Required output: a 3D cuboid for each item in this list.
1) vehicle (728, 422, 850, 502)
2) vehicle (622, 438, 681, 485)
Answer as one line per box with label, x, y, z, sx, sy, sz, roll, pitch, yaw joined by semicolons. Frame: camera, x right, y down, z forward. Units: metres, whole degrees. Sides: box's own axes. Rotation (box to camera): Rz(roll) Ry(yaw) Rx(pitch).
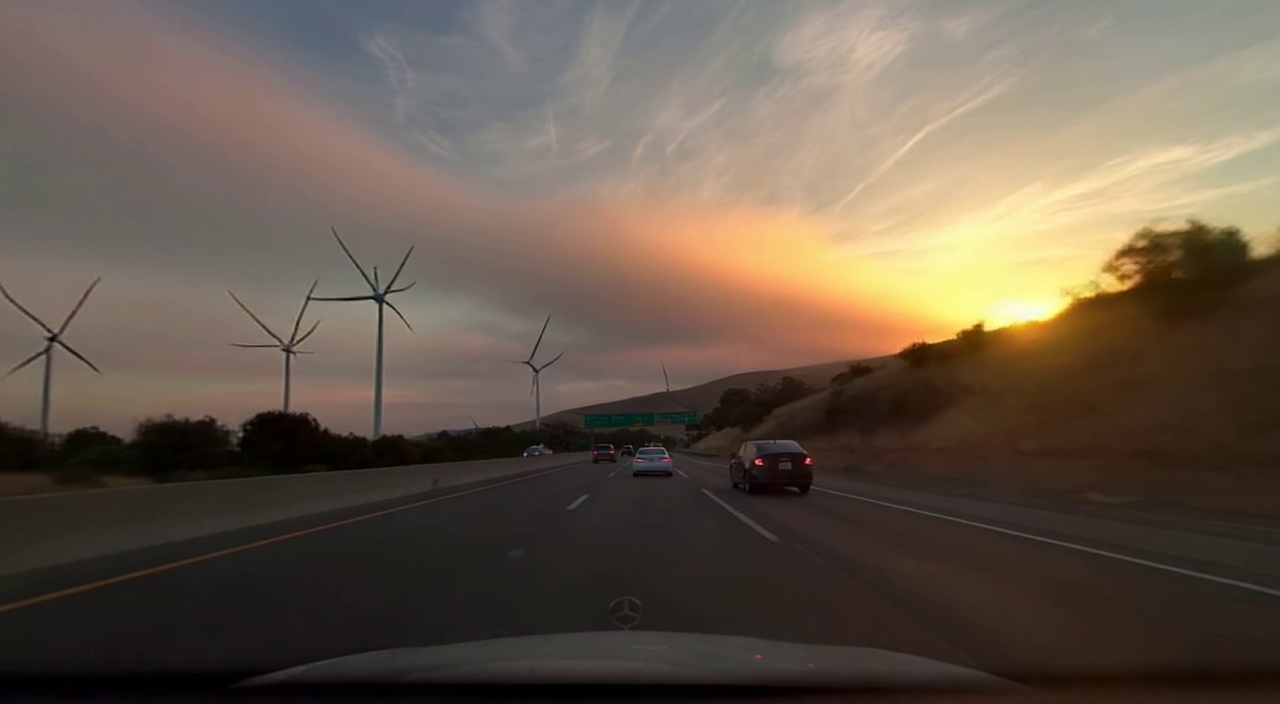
vehicle;3.873;2.988;17.435;2.104;1.861;4.956;0;-9;-1
vehicle;0.401;4.138;24.039;2.083;1.653;3.787;0;-9;0
